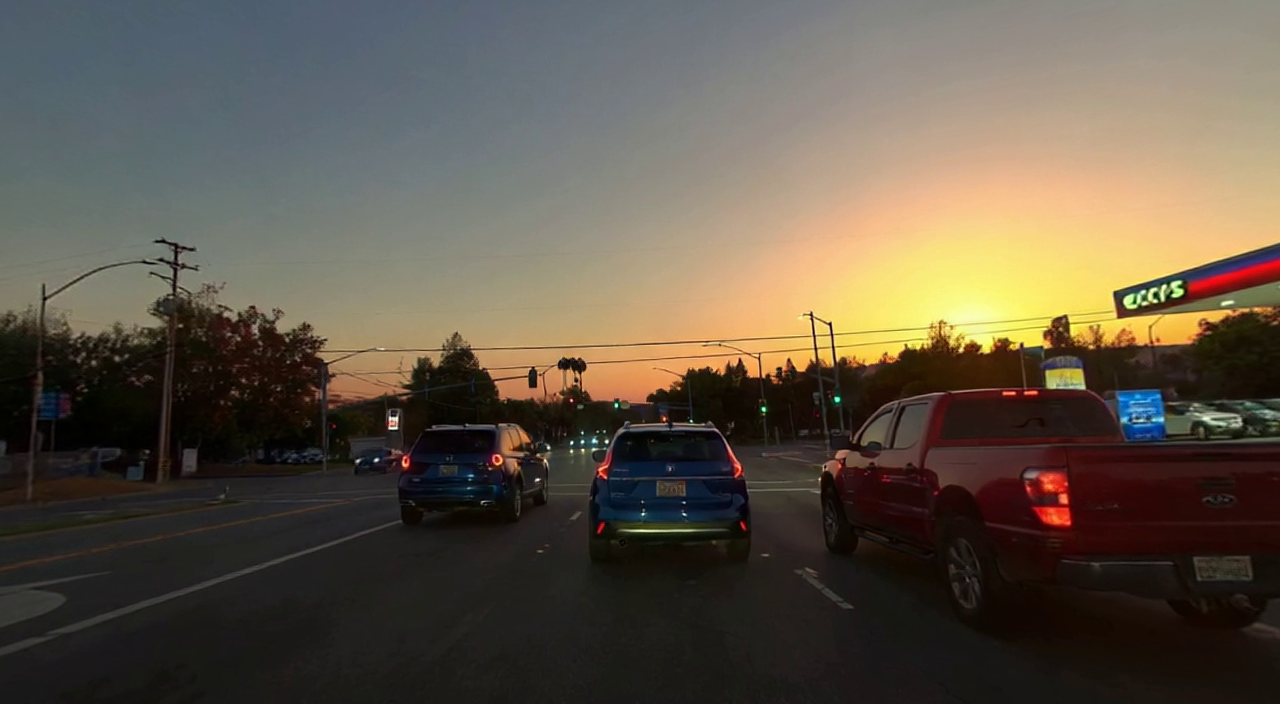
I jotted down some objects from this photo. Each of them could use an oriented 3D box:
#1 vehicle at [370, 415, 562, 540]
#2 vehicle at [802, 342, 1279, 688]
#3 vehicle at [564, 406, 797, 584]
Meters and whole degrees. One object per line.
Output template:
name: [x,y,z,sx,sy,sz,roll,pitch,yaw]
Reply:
vehicle: [-2.711,2.076,11.037,2.019,1.731,4.299,0,-8,1]
vehicle: [3.414,1.262,6.150,2.161,1.868,5.321,0,-8,-1]
vehicle: [0.368,1.645,8.021,2.181,1.650,4.083,0,-8,0]
